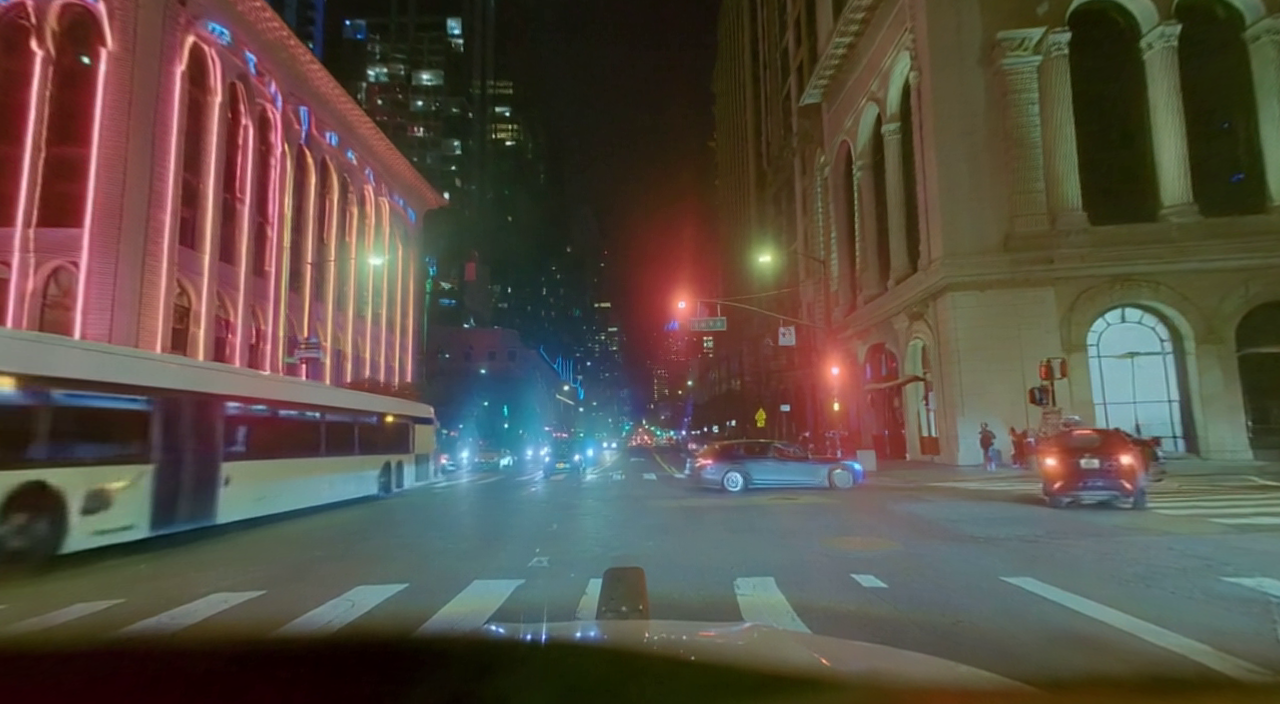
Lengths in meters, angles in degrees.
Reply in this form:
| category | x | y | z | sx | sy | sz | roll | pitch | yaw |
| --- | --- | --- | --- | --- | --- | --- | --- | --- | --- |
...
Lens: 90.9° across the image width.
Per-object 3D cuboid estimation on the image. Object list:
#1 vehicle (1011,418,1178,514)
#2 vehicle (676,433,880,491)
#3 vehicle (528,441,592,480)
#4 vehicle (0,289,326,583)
| category | x | y | z | sx | sy | sz | roll | pitch | yaw |
| --- | --- | --- | --- | --- | --- | --- | --- | --- | --- |
| vehicle | 8.896 | 2.117 | 12.182 | 2.006 | 1.495 | 4.271 | -8 | -11 | 42 |
| vehicle | 3.920 | 3.084 | 17.955 | 5.388 | 1.465 | 2.050 | -3 | -9 | 20 |
| vehicle | -3.111 | 4.336 | 25.491 | 1.904 | 1.402 | 4.759 | 0 | -8 | 1 |
| vehicle | -8.949 | 1.289 | 9.461 | 2.916 | 3.427 | 10.189 | 0 | -8 | 2 |
